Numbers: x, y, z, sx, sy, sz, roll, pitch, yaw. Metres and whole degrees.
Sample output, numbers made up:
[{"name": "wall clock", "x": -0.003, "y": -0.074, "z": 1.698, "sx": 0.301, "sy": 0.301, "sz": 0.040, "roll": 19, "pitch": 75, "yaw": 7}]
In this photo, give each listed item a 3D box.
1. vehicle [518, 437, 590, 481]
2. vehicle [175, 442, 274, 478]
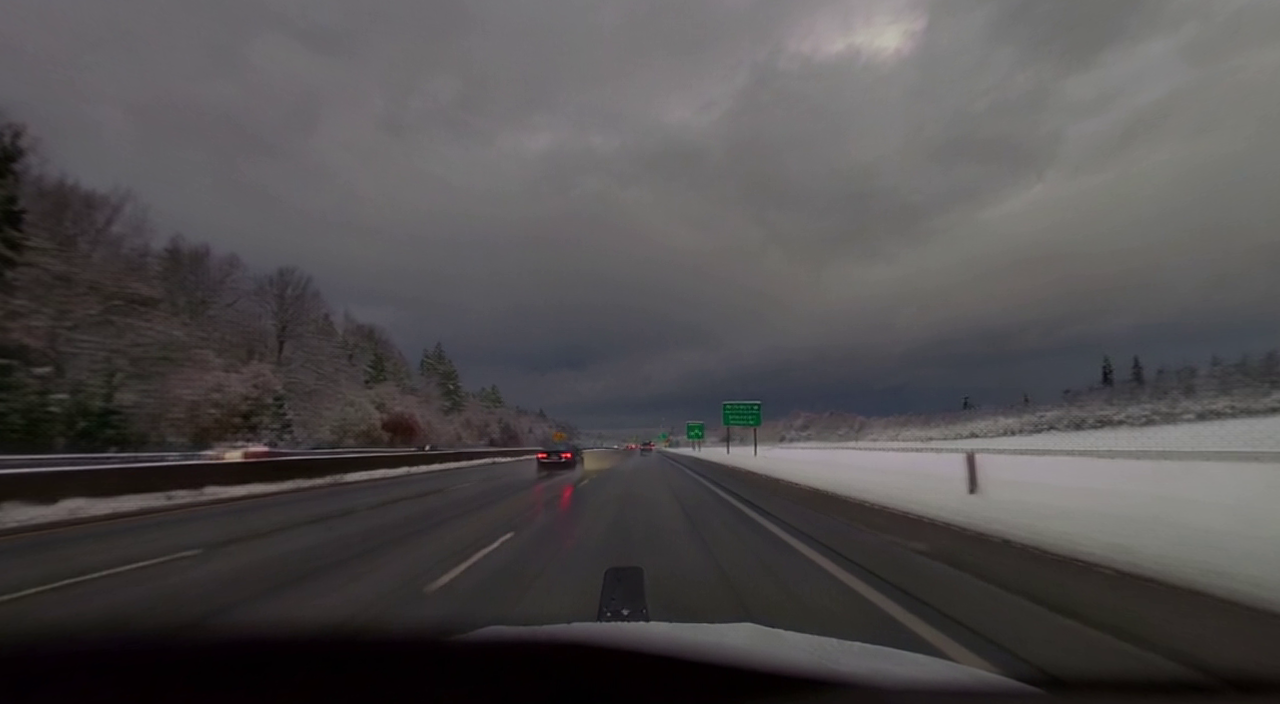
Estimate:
[{"name": "vehicle", "x": -3.322, "y": 4.261, "z": 25.355, "sx": 2.061, "sy": 1.572, "sz": 4.814, "roll": 0, "pitch": -8, "yaw": 2}, {"name": "vehicle", "x": -20.023, "y": 5.193, "z": 30.571, "sx": 1.908, "sy": 1.567, "sz": 4.458, "roll": 0, "pitch": -8, "yaw": -3}]
